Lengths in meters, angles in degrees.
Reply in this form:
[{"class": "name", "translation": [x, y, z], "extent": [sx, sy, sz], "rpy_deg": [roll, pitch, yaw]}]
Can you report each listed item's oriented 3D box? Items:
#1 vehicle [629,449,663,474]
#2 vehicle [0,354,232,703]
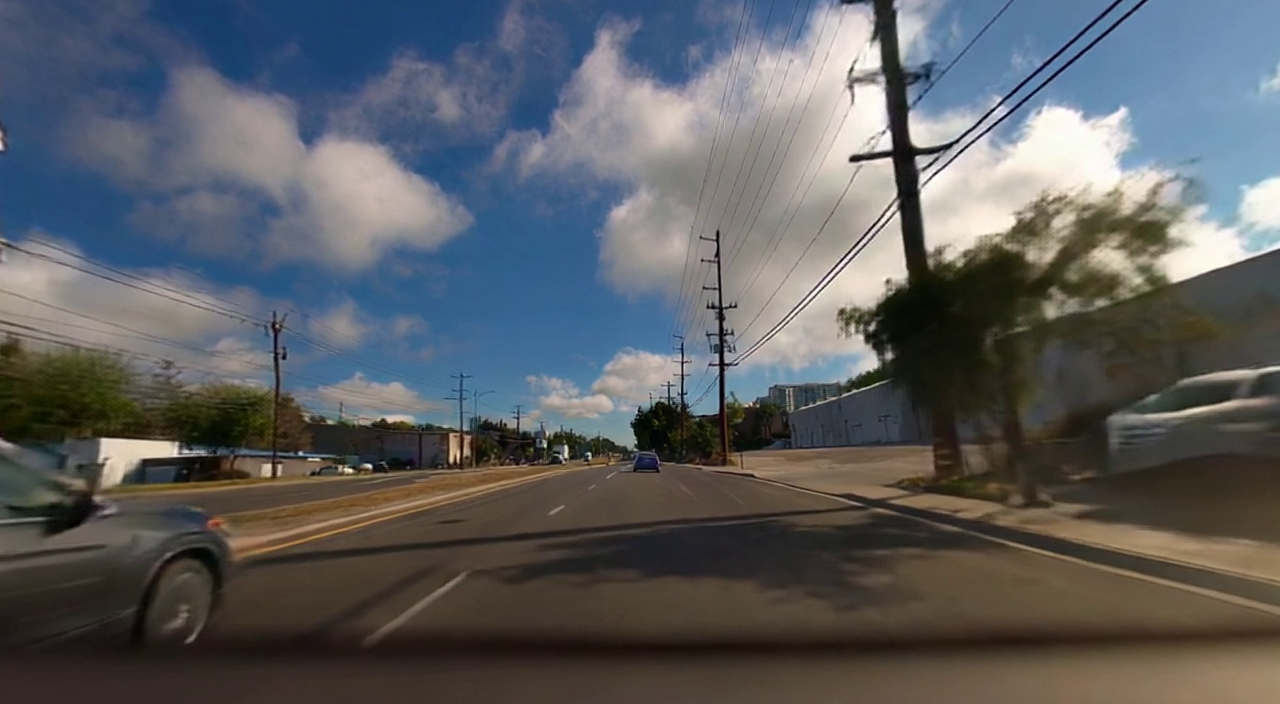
[{"class": "vehicle", "translation": [0.350, 7.091, 41.110], "extent": [2.114, 1.492, 4.453], "rpy_deg": [0, -8, -1]}, {"class": "vehicle", "translation": [-3.592, 0.704, 1.413], "extent": [2.169, 1.679, 4.723], "rpy_deg": [0, -8, 0]}]
